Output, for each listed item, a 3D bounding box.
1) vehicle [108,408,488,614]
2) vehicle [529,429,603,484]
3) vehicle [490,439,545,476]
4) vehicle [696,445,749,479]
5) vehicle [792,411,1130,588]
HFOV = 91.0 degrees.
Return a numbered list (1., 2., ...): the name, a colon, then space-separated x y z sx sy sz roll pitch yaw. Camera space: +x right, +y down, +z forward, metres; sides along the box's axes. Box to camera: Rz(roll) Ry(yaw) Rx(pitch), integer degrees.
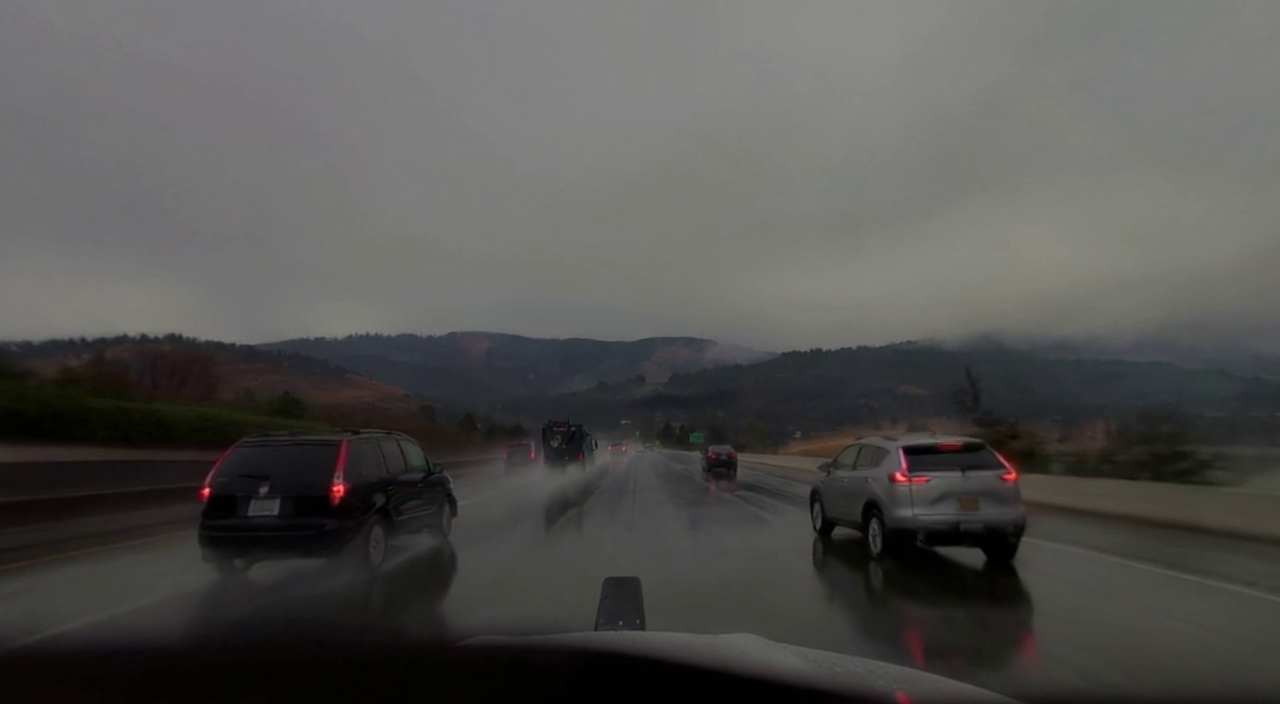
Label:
1. vehicle: -3.401 1.655 7.476 2.080 1.716 4.207 0 -8 1
2. vehicle: -3.048 4.477 27.256 2.494 2.136 5.539 0 -8 0
3. vehicle: -6.958 6.033 36.342 2.149 1.922 4.976 0 -8 0
4. vehicle: 4.139 5.605 32.422 2.071 1.570 4.637 0 -8 -1
5. vehicle: 3.681 1.772 8.475 2.066 1.696 4.604 0 -8 -1
